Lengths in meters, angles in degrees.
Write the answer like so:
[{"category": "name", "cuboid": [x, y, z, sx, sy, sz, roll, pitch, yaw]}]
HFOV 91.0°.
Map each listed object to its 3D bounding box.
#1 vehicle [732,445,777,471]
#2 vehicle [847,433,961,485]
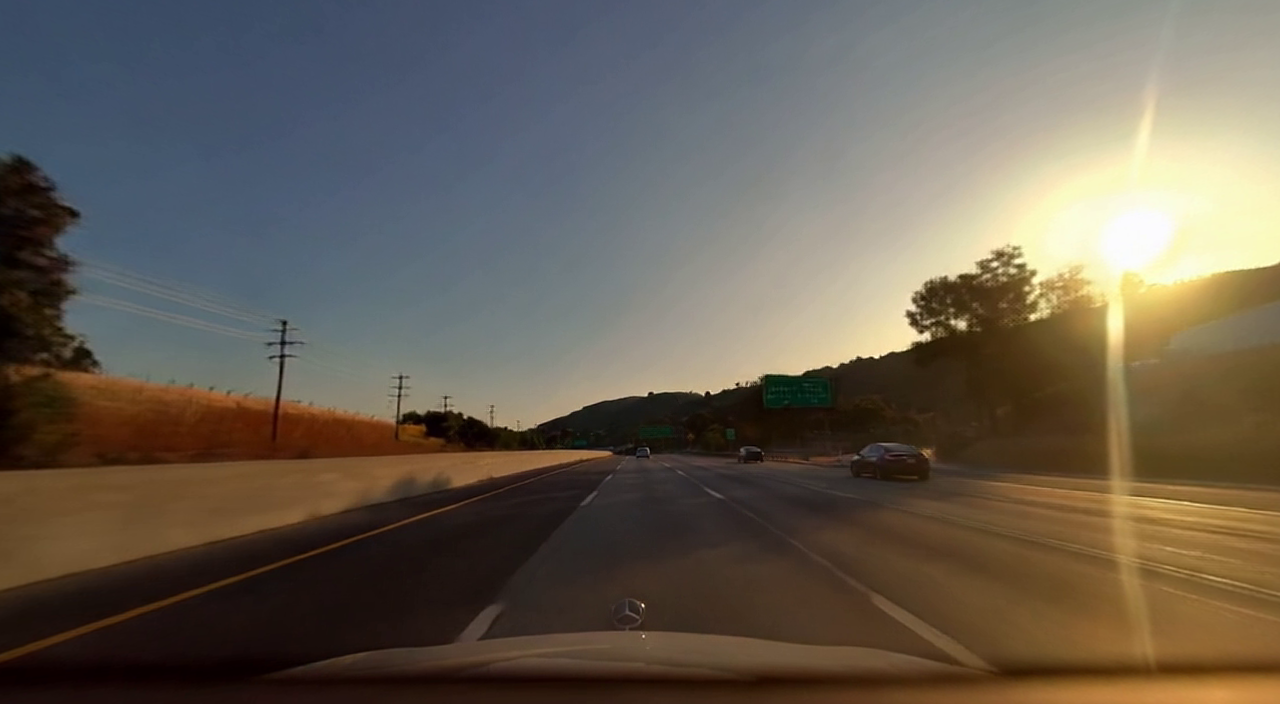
[{"category": "vehicle", "cuboid": [7.346, 6.867, 40.974, 2.053, 1.553, 4.463, 0, -9, -1]}, {"category": "vehicle", "cuboid": [10.961, 4.507, 26.738, 2.387, 1.936, 5.646, 0, -9, 0]}]
